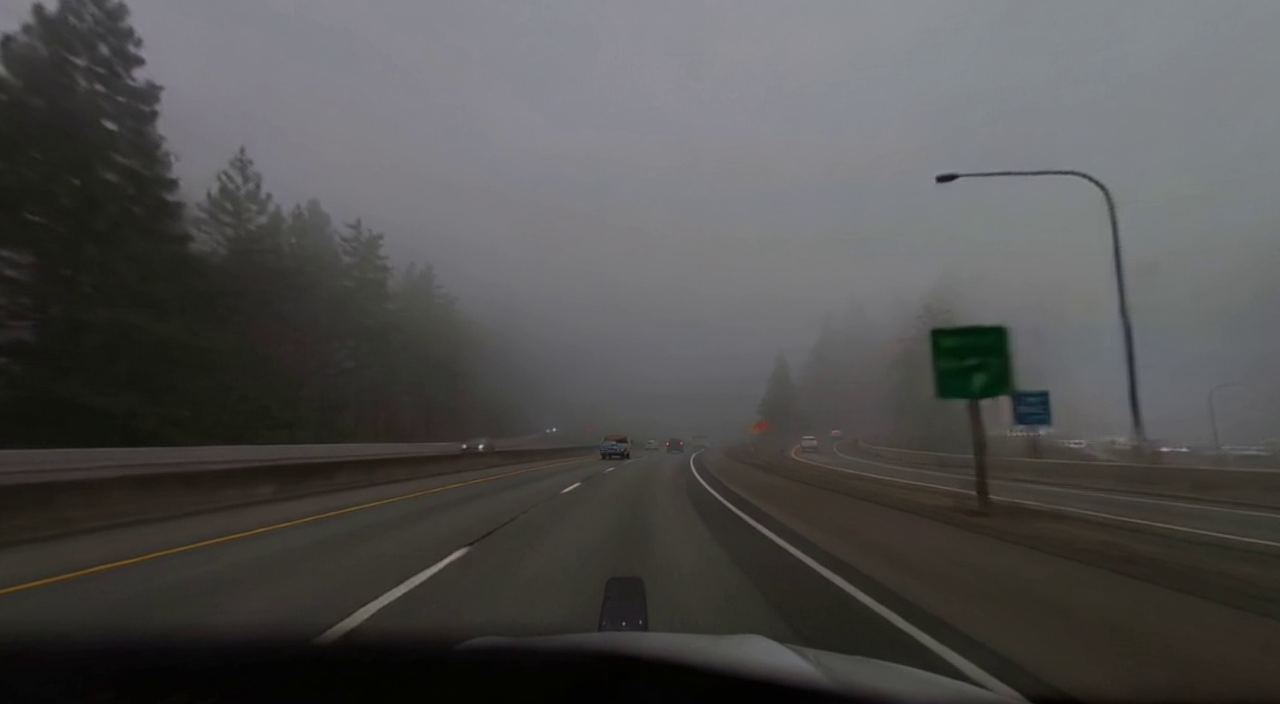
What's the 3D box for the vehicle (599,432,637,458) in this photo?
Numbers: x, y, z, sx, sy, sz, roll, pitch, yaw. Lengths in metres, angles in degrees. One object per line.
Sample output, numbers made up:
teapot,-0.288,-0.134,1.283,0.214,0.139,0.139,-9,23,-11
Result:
vehicle,-1.533,6.622,44.891,2.129,1.742,4.217,-1,-8,6
